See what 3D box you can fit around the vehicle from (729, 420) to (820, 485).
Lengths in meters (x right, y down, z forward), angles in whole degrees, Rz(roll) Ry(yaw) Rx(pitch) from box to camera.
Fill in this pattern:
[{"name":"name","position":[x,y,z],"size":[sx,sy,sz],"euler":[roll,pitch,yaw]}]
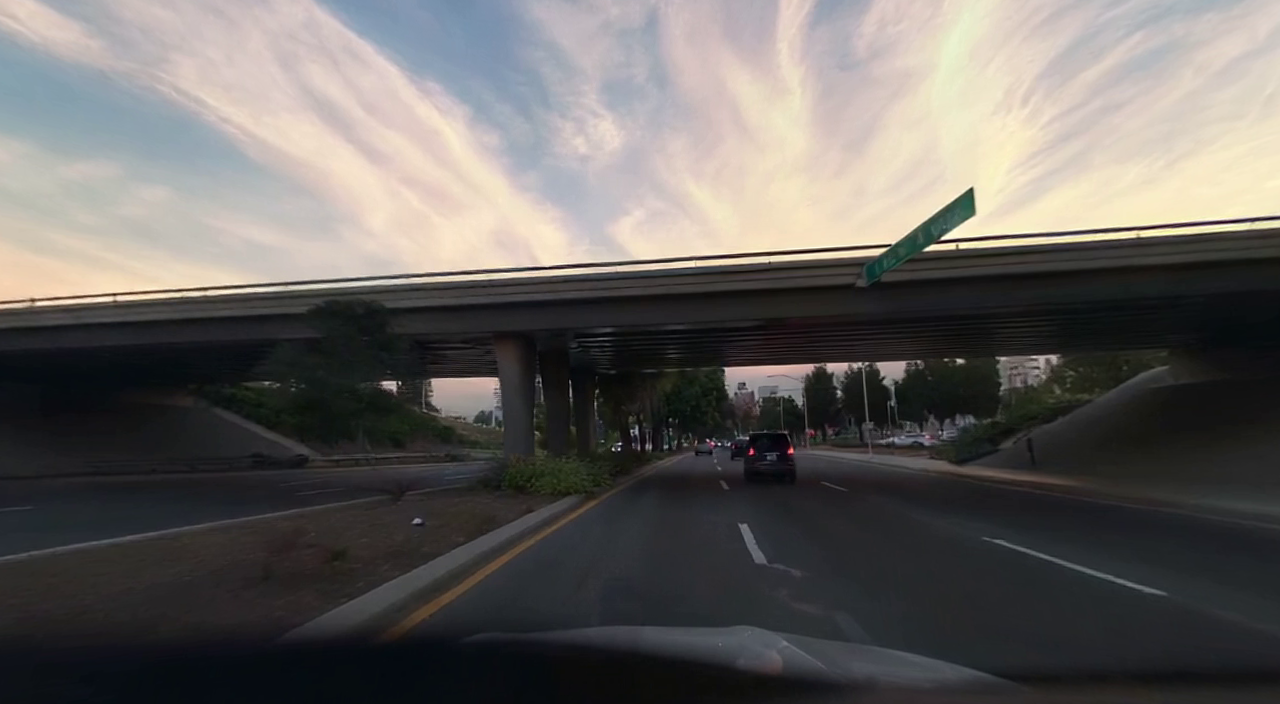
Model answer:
[{"name":"vehicle","position":[4.628,3.597,22.762],"size":[2.559,2.017,5.562],"euler":[-1,-9,5]}]
